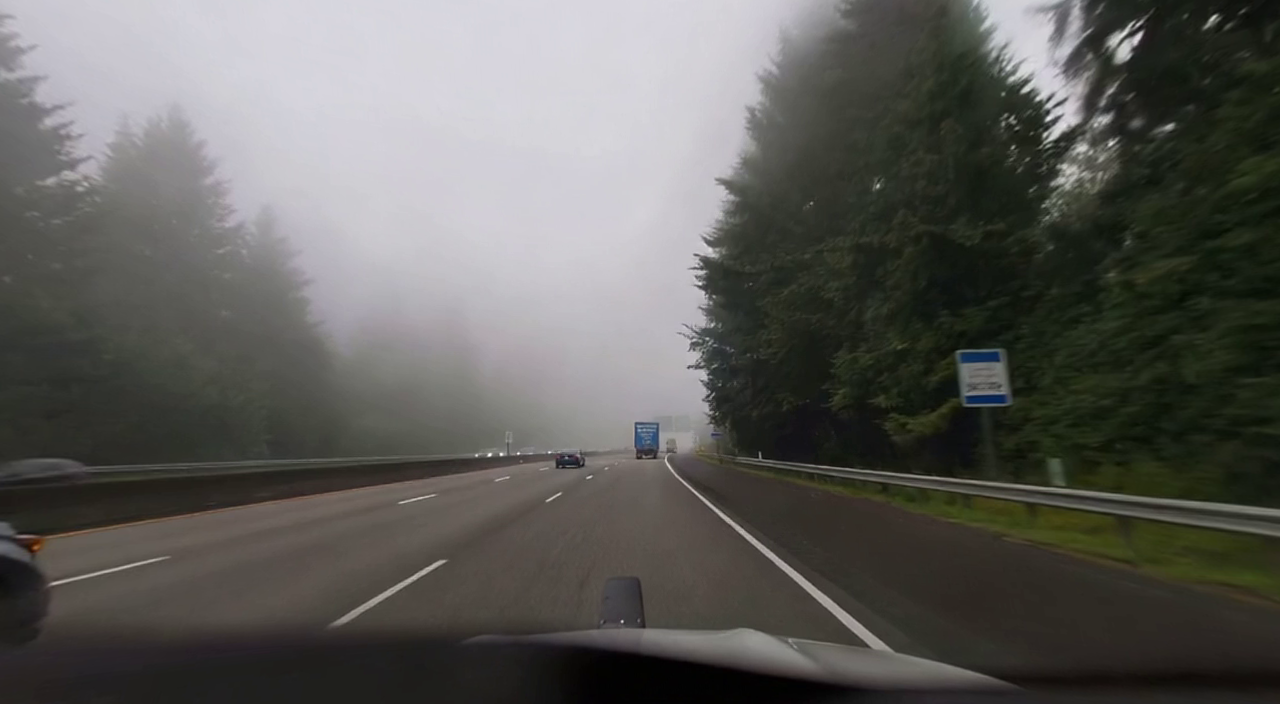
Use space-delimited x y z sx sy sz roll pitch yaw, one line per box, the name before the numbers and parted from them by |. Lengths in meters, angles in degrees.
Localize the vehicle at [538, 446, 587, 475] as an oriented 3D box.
vehicle | -4.072 5.778 33.695 2.045 1.430 3.951 0 -9 1
